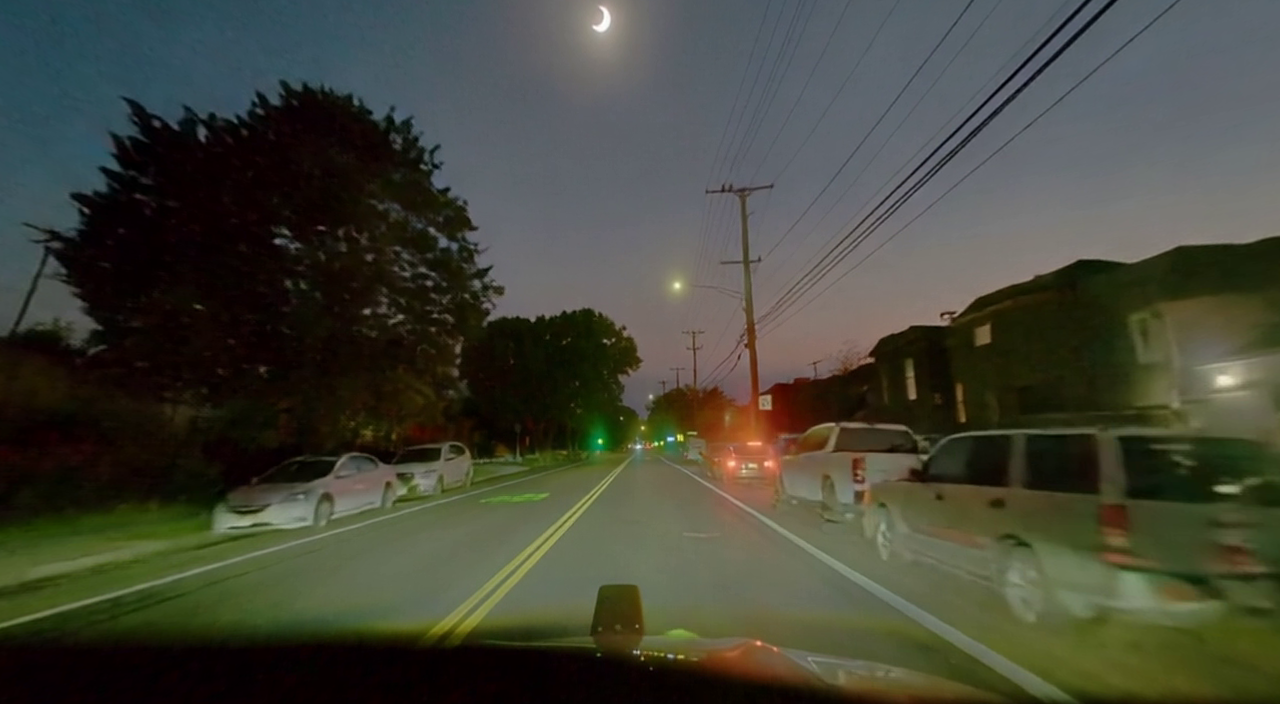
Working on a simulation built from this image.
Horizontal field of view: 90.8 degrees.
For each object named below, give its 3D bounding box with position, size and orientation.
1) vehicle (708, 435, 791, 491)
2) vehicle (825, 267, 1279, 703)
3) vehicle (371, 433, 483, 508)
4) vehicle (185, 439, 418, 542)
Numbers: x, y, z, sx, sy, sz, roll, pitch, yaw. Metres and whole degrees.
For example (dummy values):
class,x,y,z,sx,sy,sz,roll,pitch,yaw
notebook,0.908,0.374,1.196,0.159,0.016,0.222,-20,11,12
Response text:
class,x,y,z,sx,sy,sz,roll,pitch,yaw
vehicle,3.568,3.700,21.477,1.955,1.665,4.818,0,-8,0
vehicle,3.541,1.070,5.181,2.407,2.069,5.577,0,-8,1
vehicle,-6.367,3.520,19.485,1.947,1.930,4.306,-2,-7,1
vehicle,-6.398,2.603,12.746,2.084,1.573,4.599,-2,-7,1
